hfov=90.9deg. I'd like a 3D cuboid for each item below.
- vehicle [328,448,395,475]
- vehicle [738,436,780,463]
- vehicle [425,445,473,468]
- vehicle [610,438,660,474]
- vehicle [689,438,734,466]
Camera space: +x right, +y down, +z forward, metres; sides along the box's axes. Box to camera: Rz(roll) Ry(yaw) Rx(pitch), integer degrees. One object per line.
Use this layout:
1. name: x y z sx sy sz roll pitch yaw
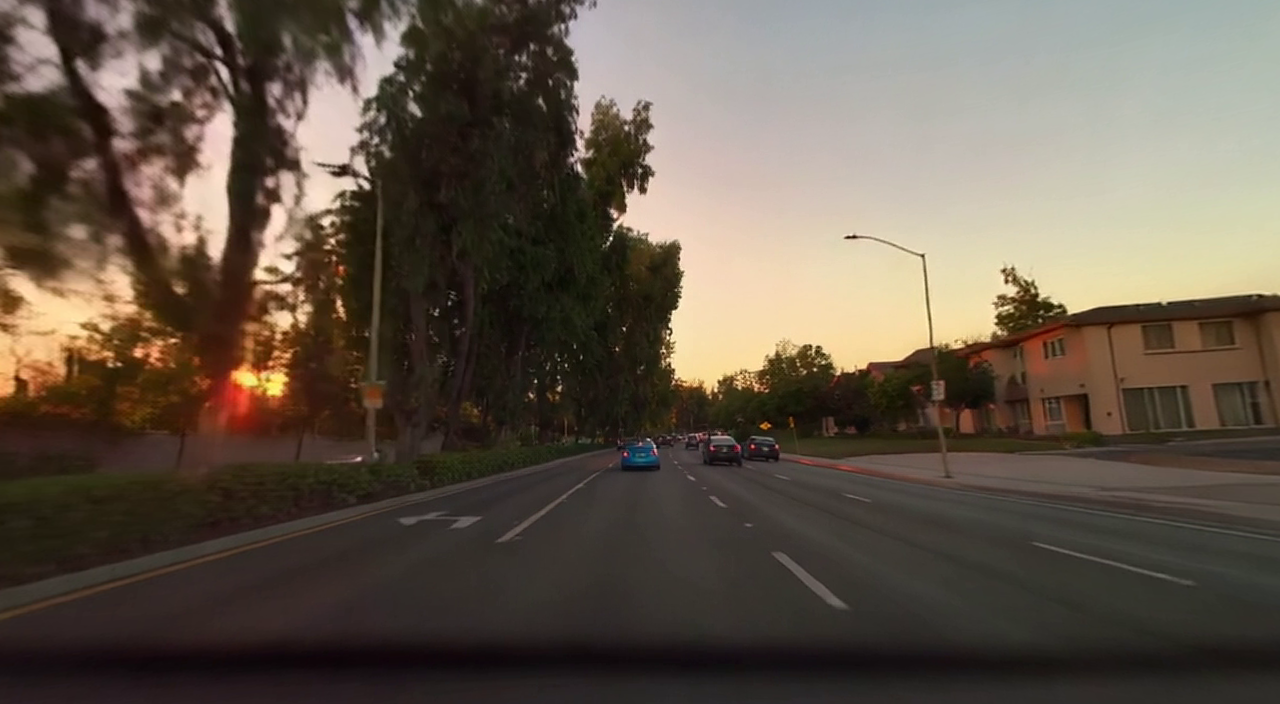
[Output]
1. vehicle: -16.933 6.642 38.550 1.923 1.469 4.537 0 -8 1
2. vehicle: 7.906 6.522 42.124 1.972 1.700 4.269 0 -8 0
3. vehicle: -13.271 7.247 44.011 1.834 1.459 4.406 0 -8 2
4. vehicle: -0.177 4.643 28.394 2.102 1.481 3.907 0 -8 1
5. vehicle: 4.118 5.832 37.013 2.067 1.514 4.188 0 -8 -1
